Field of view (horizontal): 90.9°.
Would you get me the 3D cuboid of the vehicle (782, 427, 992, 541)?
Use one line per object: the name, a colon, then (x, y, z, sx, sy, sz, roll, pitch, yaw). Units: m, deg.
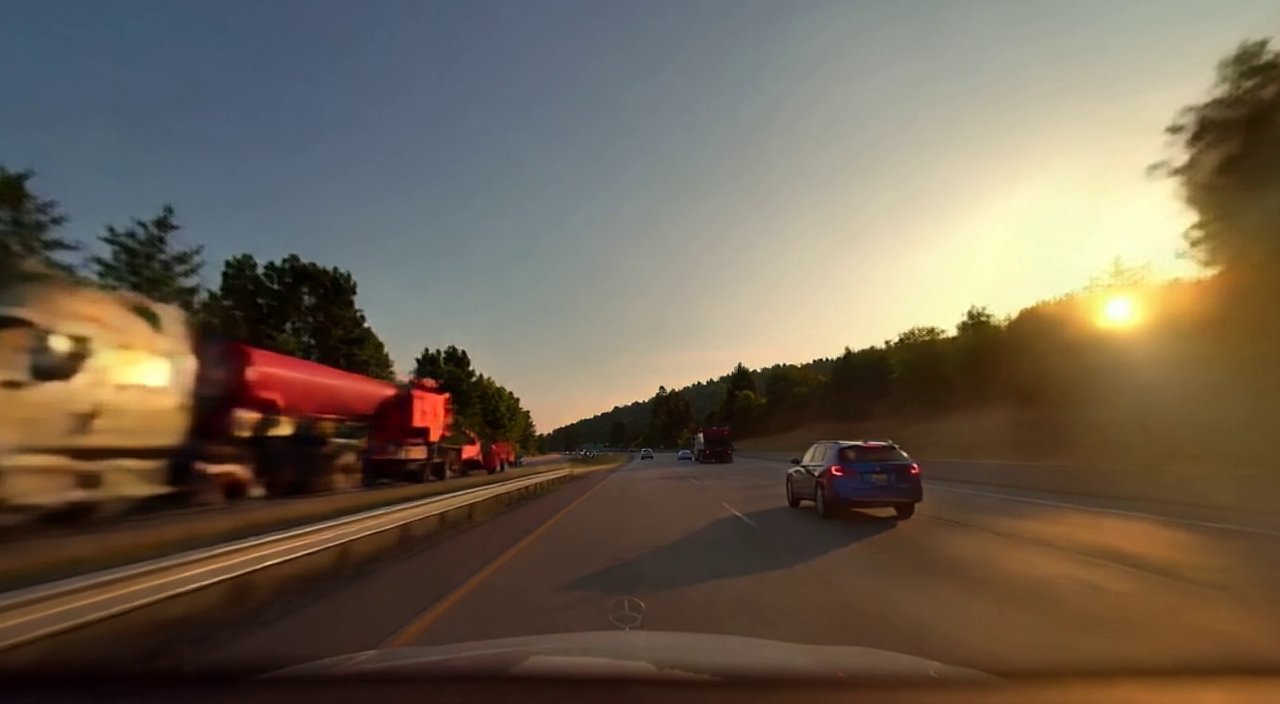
vehicle: (3.989, 2.203, 11.074, 2.005, 1.604, 4.002, 0, -9, -1)

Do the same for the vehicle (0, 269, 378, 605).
vehicle: (-7.851, 1.481, 10.746, 3.011, 3.465, 8.510, 0, -9, 0)

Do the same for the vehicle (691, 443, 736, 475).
vehicle: (4.146, 6.106, 36.080, 2.022, 1.658, 4.132, 0, -9, -1)
